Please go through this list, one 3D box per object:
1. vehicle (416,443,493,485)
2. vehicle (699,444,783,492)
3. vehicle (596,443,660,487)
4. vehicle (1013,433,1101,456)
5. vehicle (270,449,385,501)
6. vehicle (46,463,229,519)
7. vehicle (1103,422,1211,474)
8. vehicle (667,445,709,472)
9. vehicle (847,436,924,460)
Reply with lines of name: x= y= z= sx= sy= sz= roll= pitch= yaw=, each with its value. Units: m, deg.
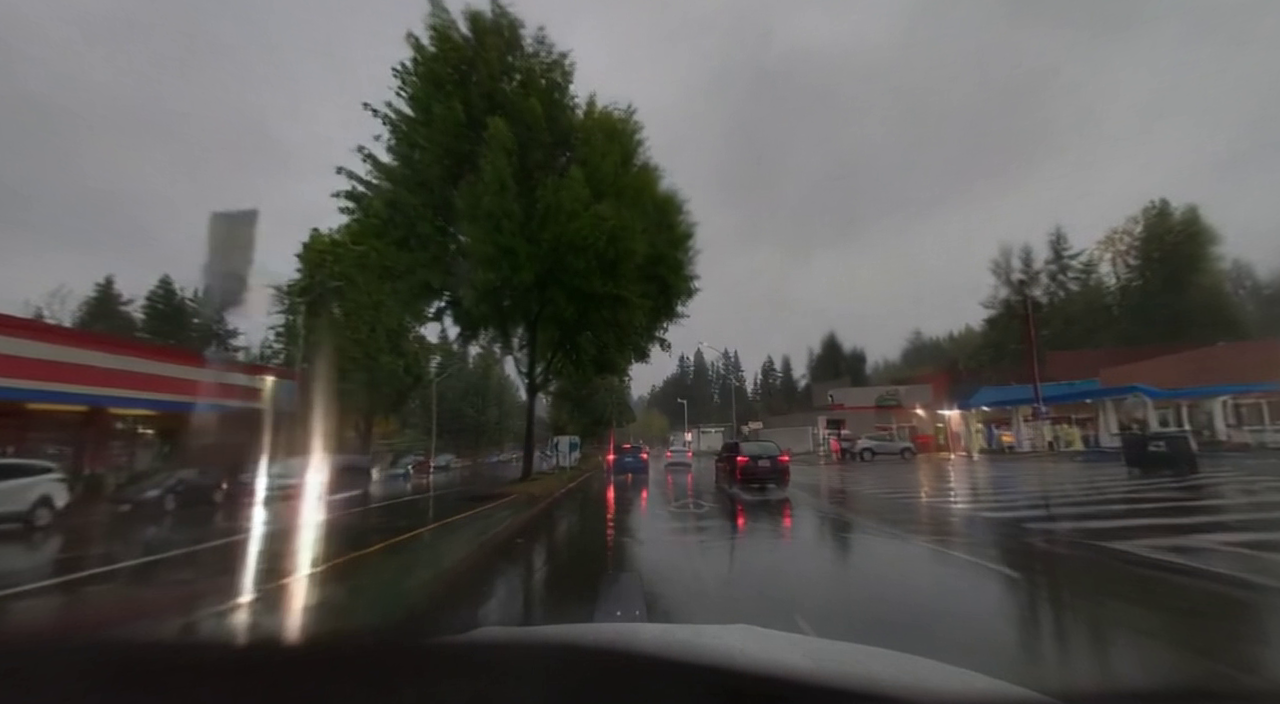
vehicle: x=-8.443 y=5.127 z=29.238 sx=2.273 sy=1.748 sz=4.379 roll=0 pitch=-9 yaw=-1
vehicle: x=3.314 y=3.902 z=21.660 sx=2.060 sy=1.471 sz=4.168 roll=0 pitch=-9 yaw=-2
vehicle: x=-0.463 y=4.301 z=24.462 sx=2.232 sy=1.508 sz=4.319 roll=0 pitch=-9 yaw=-1
vehicle: x=27.774 y=6.191 z=42.220 sx=4.478 sy=1.450 sz=1.968 roll=0 pitch=-8 yaw=-4
vehicle: x=-11.175 y=4.397 z=23.039 sx=1.997 sy=1.677 sz=4.327 roll=0 pitch=-9 yaw=-1
vehicle: x=-15.566 y=4.295 z=20.027 sx=1.871 sy=1.452 sz=4.579 roll=-1 pitch=-9 yaw=3
vehicle: x=18.568 y=3.483 z=22.995 sx=1.937 sy=1.691 sz=4.746 roll=-5 pitch=-10 yaw=26
vehicle: x=2.804 y=6.296 z=37.602 sx=2.098 sy=1.527 sz=3.966 roll=0 pitch=-9 yaw=-1
vehicle: x=18.944 y=7.436 z=49.046 sx=4.948 sy=1.733 sz=2.296 roll=0 pitch=-9 yaw=-2
